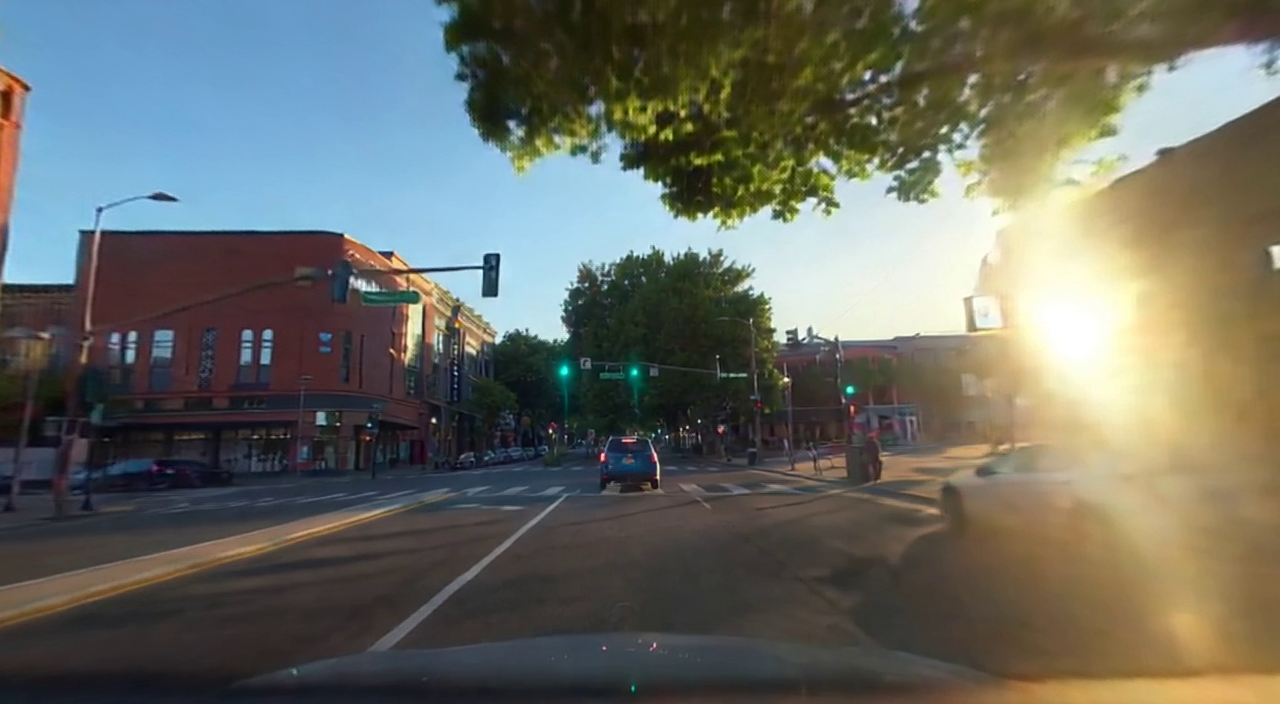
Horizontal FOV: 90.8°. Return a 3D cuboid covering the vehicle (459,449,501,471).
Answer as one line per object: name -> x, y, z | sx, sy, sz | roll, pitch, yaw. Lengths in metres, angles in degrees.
vehicle -> -11.931, 8.049, 47.321 | 1.972, 1.475, 4.381 | 0, -8, 0

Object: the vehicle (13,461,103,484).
vehicle -> -43.078, 8.926, 46.802 | 4.641, 1.566, 1.883 | 0, -8, -3

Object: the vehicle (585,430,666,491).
vehicle -> -0.465, 3.552, 21.033 | 2.382, 1.796, 4.610 | 0, -8, -1

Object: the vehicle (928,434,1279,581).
vehicle -> 6.049, 1.944, 8.796 | 1.986, 1.515, 4.265 | 0, -8, -1

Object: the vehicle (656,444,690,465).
vehicle -> 2.459, 7.676, 47.635 | 2.209, 1.478, 4.138 | 0, -8, -2

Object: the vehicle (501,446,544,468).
vehicle -> -8.471, 7.613, 45.919 | 2.152, 1.468, 4.737 | 0, -8, 0

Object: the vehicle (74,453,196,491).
vehicle -> -25.142, 5.958, 31.546 | 4.427, 1.757, 2.125 | -1, -9, 7
